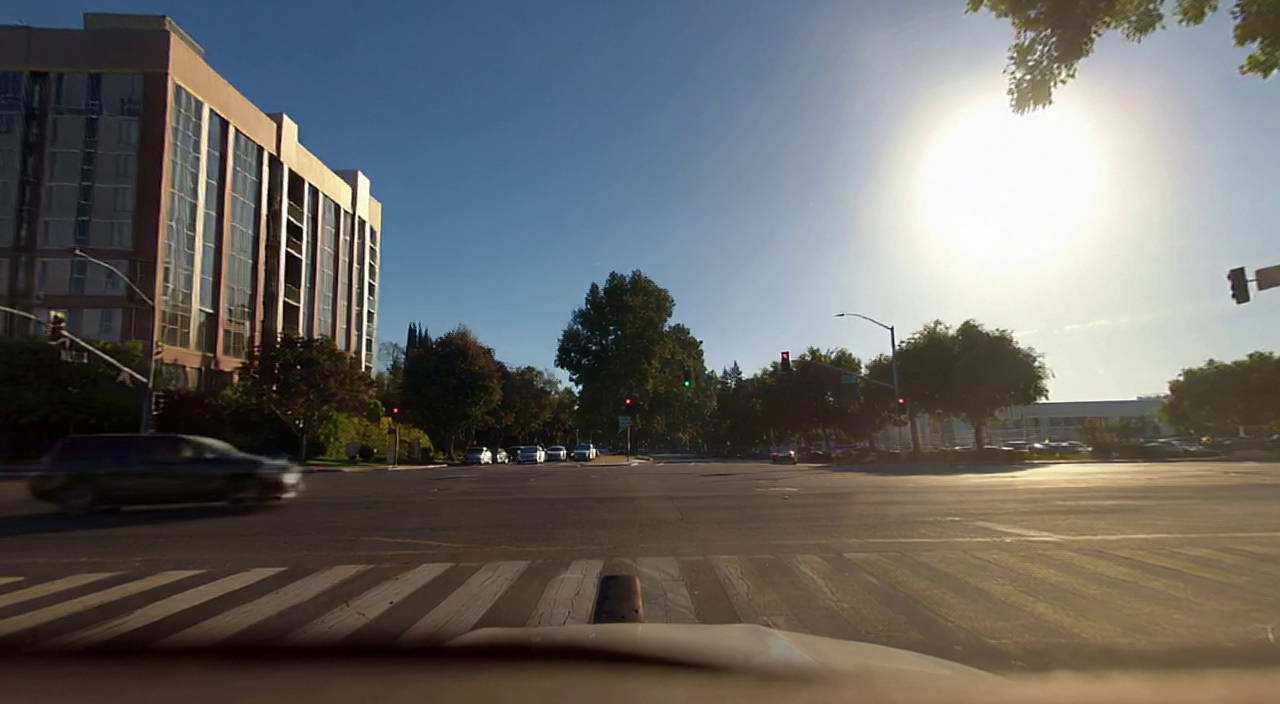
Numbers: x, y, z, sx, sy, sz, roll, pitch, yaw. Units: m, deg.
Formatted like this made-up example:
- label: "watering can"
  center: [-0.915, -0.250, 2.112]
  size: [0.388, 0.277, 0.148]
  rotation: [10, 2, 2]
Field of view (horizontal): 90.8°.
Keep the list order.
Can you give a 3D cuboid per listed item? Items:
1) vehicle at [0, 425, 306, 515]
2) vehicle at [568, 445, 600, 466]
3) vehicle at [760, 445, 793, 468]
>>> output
- label: "vehicle"
  center: [-10.166, 2.457, 13.491]
  size: [4.853, 1.719, 1.986]
  rotation: [1, -8, -6]
- label: "vehicle"
  center: [-4.343, 8.126, 49.742]
  size: [2.130, 1.613, 4.121]
  rotation: [0, -8, 0]
- label: "vehicle"
  center: [9.083, 6.925, 42.135]
  size: [2.043, 1.454, 4.424]
  rotation: [-2, -9, 11]
